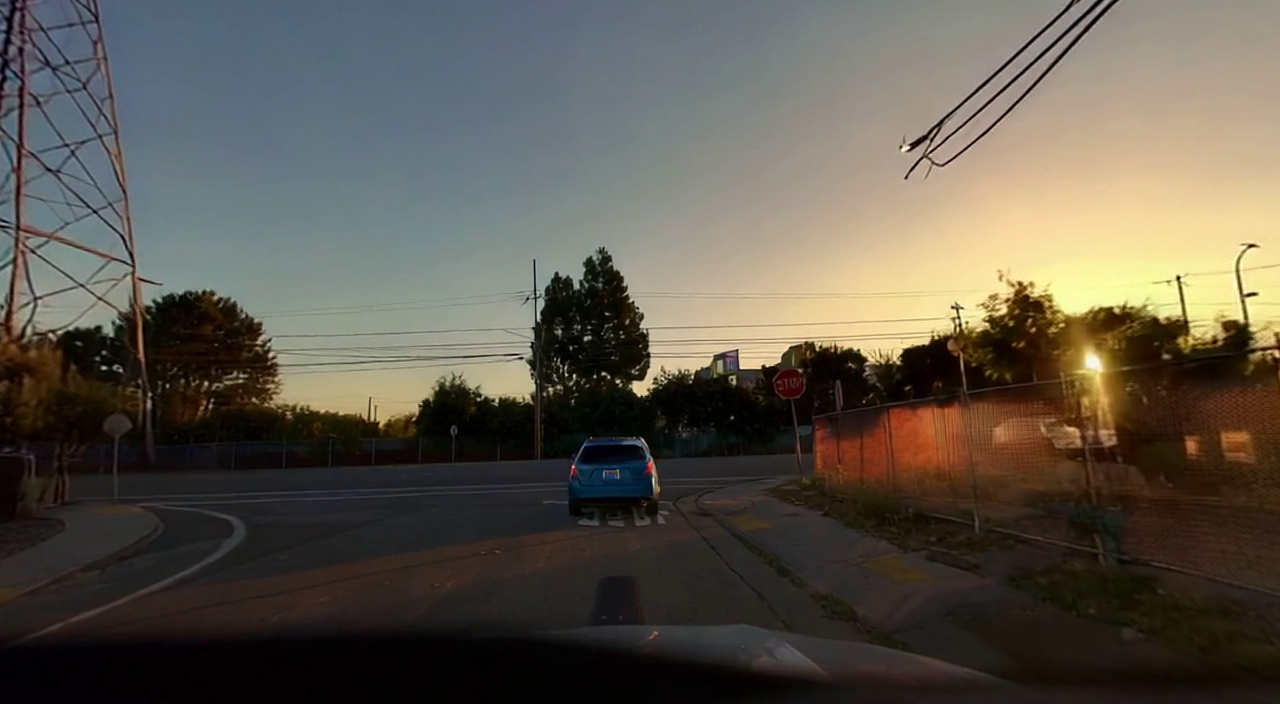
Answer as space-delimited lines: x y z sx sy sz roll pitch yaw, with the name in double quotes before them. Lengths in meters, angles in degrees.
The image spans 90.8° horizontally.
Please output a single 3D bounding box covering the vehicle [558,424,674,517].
"vehicle" -0.574 2.504 13.826 2.137 1.698 4.166 0 -8 -4
